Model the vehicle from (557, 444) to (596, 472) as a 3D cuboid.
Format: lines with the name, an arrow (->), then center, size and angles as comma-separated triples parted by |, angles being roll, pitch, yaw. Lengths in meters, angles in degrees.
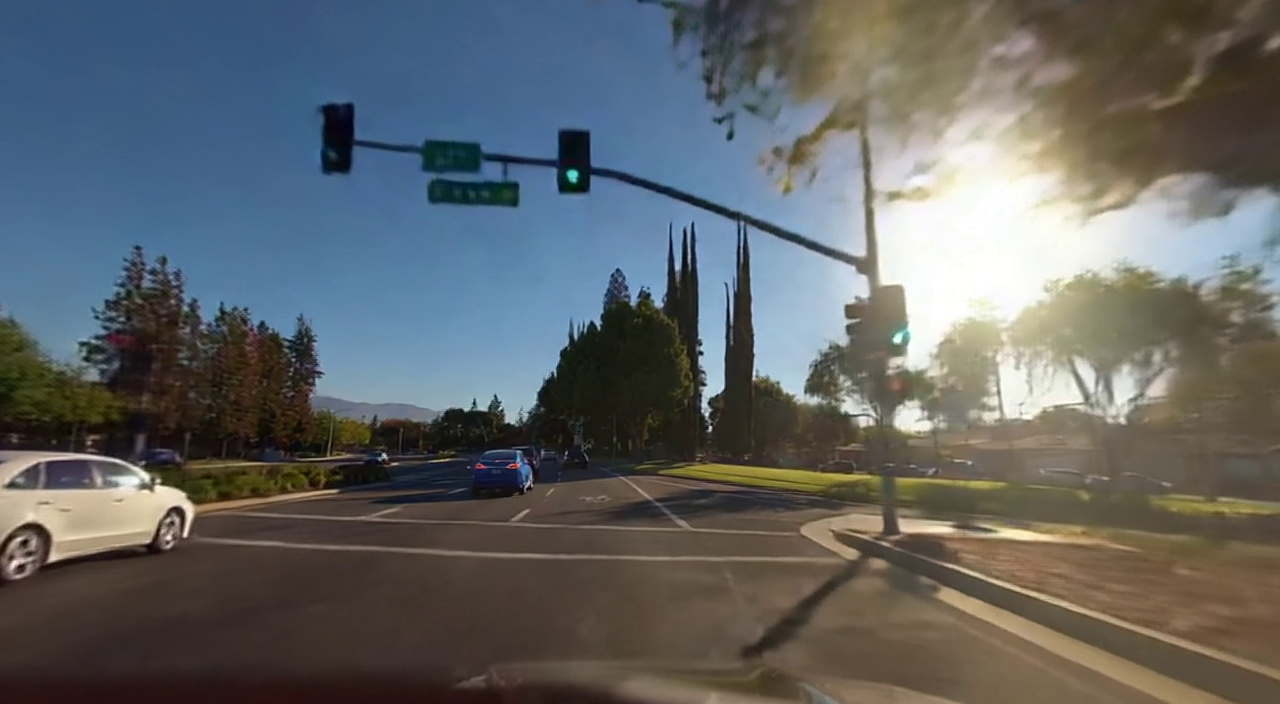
vehicle -> -4.903, 8.028, 48.114 | 2.526, 1.982, 5.294 | 1, -8, -10

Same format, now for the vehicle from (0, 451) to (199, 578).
vehicle -> -8.441, 2.116, 8.662 | 1.889, 1.429, 4.029 | 0, -8, -1

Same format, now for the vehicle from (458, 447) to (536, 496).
vehicle -> -5.175, 4.346, 23.490 | 2.098, 1.613, 4.606 | 0, -8, -4

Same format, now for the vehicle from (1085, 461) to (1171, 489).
vehicle -> 35.803, 9.001, 46.540 | 1.888, 1.758, 5.043 | 1, -8, -7
